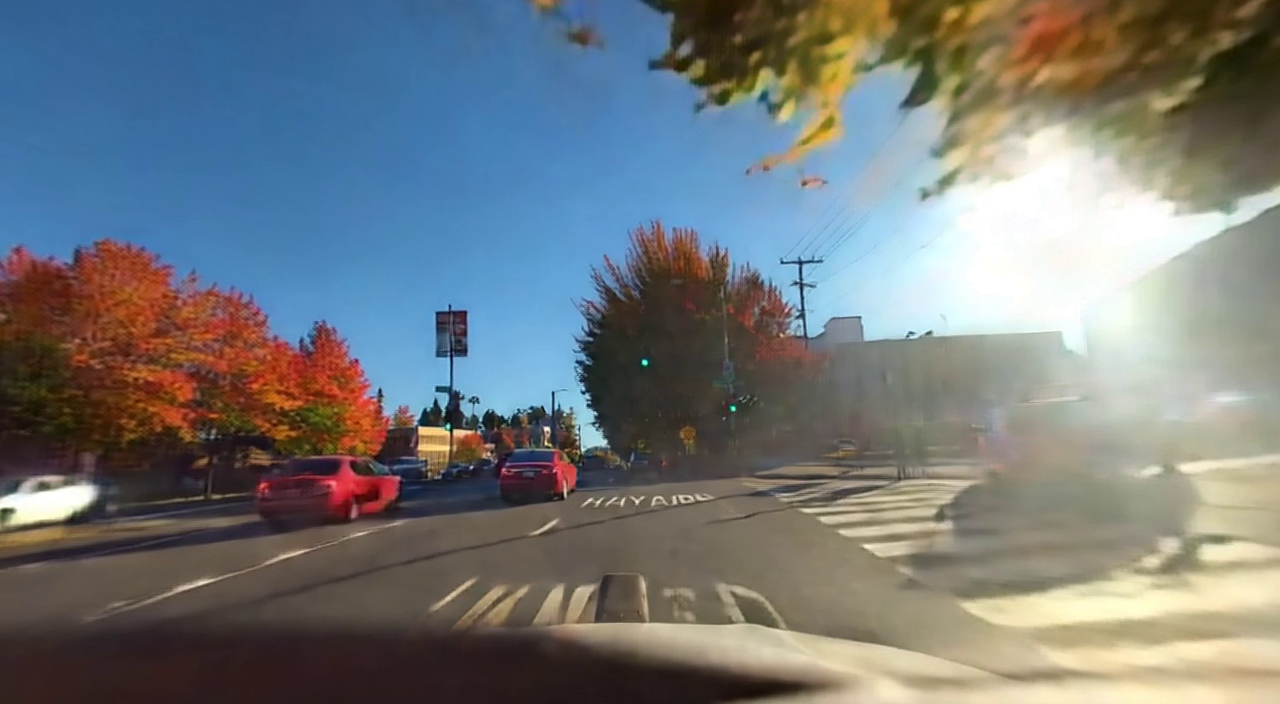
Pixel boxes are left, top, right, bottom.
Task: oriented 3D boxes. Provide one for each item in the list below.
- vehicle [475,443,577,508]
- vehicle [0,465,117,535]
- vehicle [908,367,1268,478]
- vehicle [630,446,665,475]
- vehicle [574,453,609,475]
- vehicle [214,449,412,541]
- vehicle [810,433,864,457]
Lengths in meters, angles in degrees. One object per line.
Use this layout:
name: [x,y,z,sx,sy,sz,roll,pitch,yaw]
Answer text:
vehicle: [-3.211,3.548,18.730,2.085,1.663,4.513,0,-8,1]
vehicle: [-19.194,4.476,19.304,2.031,1.818,4.887,0,-8,0]
vehicle: [9.959,1.671,14.444,6.464,2.280,2.483,1,-8,-4]
vehicle: [0.427,7.006,40.872,2.144,1.704,4.028,0,-8,-1]
vehicle: [-3.513,8.195,46.242,2.068,1.482,4.490,0,-8,2]
vehicle: [-6.717,2.918,13.596,1.932,1.596,4.247,0,-8,1]
vehicle: [15.032,7.162,48.272,1.826,1.474,4.254,-1,-11,-14]
